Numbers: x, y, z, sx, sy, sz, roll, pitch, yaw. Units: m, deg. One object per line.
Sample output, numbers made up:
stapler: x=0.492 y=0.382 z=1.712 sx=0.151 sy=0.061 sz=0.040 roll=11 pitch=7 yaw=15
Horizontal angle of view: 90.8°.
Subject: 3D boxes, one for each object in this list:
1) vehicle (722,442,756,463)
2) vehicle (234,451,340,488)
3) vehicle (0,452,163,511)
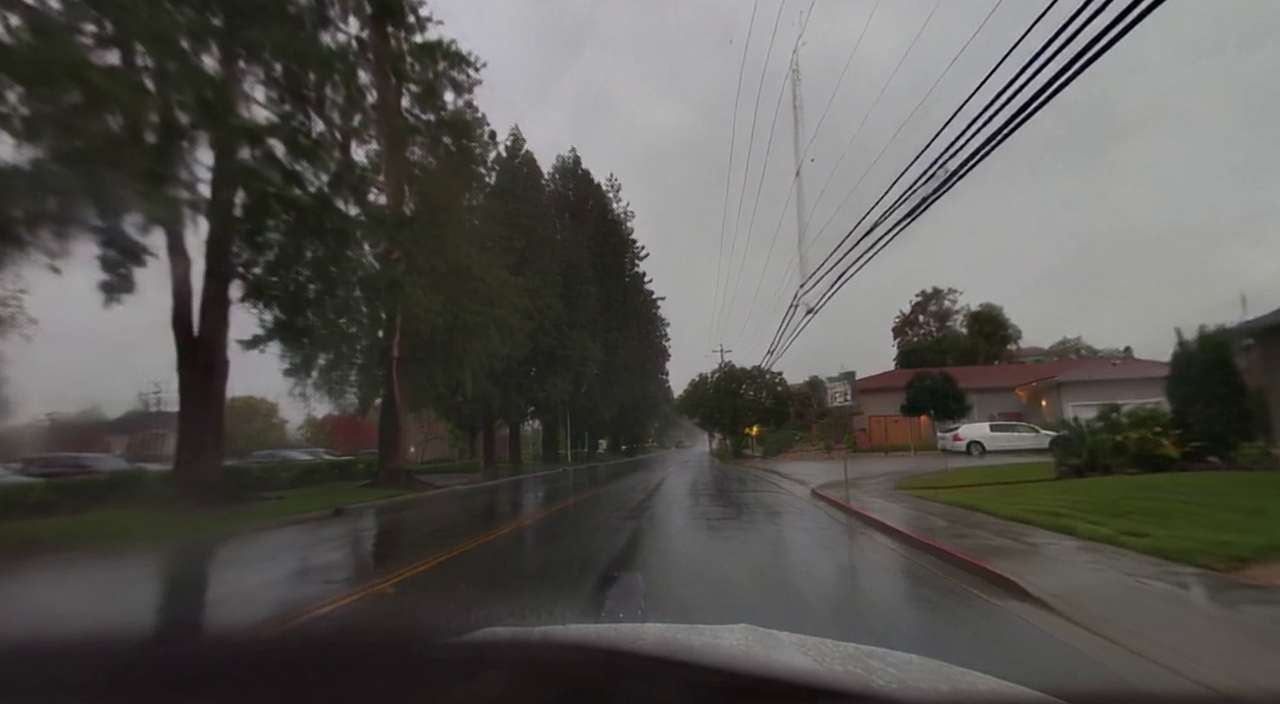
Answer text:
vehicle: x=6.915 y=7.058 z=44.596 sx=1.990 sy=1.435 sz=4.526 roll=-1 pitch=-8 yaw=5
vehicle: x=-16.812 y=5.585 z=30.343 sx=4.123 sy=1.603 sz=1.906 roll=3 pitch=-9 yaw=-22
vehicle: x=-18.389 y=4.096 z=20.346 sx=4.392 sy=1.692 sz=1.978 roll=4 pitch=-9 yaw=-26
